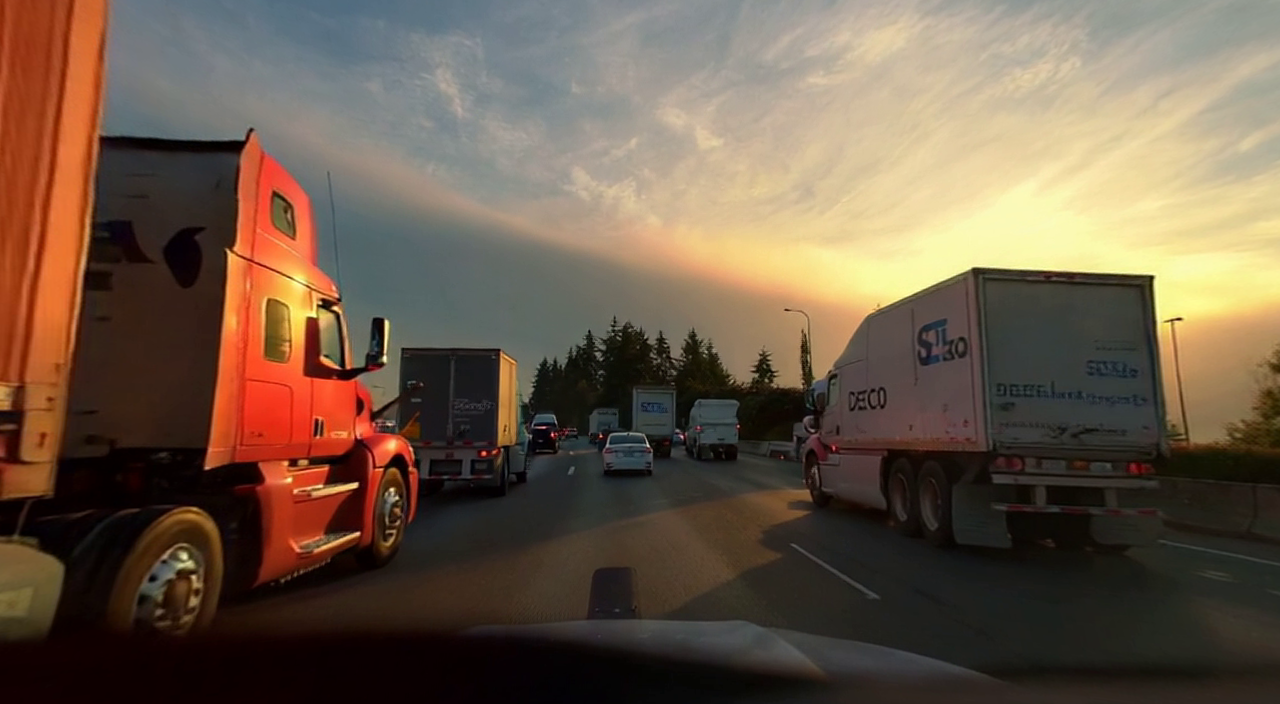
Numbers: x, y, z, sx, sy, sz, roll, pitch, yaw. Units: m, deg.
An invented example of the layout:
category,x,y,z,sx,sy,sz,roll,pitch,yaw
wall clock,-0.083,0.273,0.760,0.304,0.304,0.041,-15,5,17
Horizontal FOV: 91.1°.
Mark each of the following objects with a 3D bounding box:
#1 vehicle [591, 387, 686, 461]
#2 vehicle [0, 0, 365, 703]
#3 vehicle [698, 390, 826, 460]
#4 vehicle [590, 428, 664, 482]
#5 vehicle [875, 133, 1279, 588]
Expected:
category,x,y,z,sx,sy,sz,roll,pitch,yaw
vehicle,-0.577,4.907,41.931,2.899,4.112,13.912,2,-8,-15
vehicle,-3.617,-0.543,0.659,2.822,3.788,8.799,0,-8,-1
vehicle,7.748,5.041,42.660,2.866,4.057,11.808,3,-8,-19
vehicle,-0.537,3.252,20.259,2.060,1.540,4.374,1,-8,-5
vehicle,7.228,0.031,5.472,2.758,4.032,11.419,3,-8,-20
